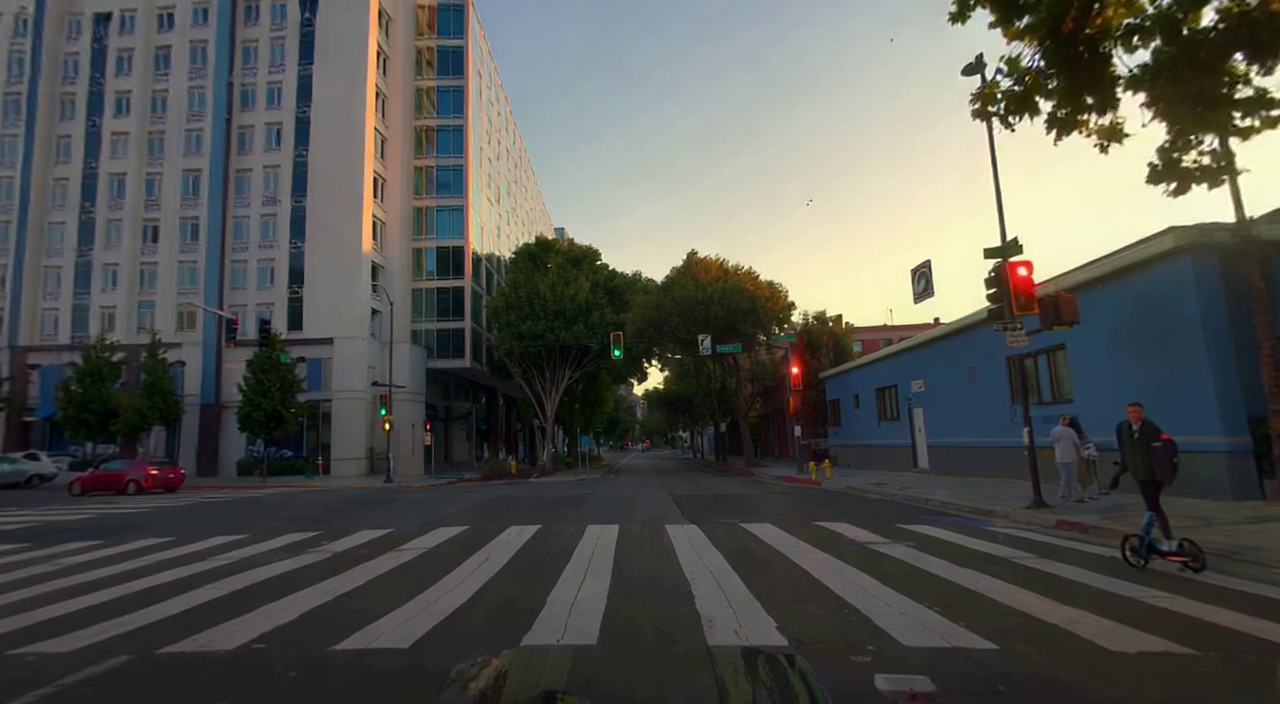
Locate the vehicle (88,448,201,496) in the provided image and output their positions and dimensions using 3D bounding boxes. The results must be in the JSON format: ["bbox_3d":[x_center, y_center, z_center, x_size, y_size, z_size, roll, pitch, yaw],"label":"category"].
[{"bbox_3d":[-17.699,4.250,22.610,2.827,1.613,1.717,-3,-9,15],"label":"vehicle"}]
